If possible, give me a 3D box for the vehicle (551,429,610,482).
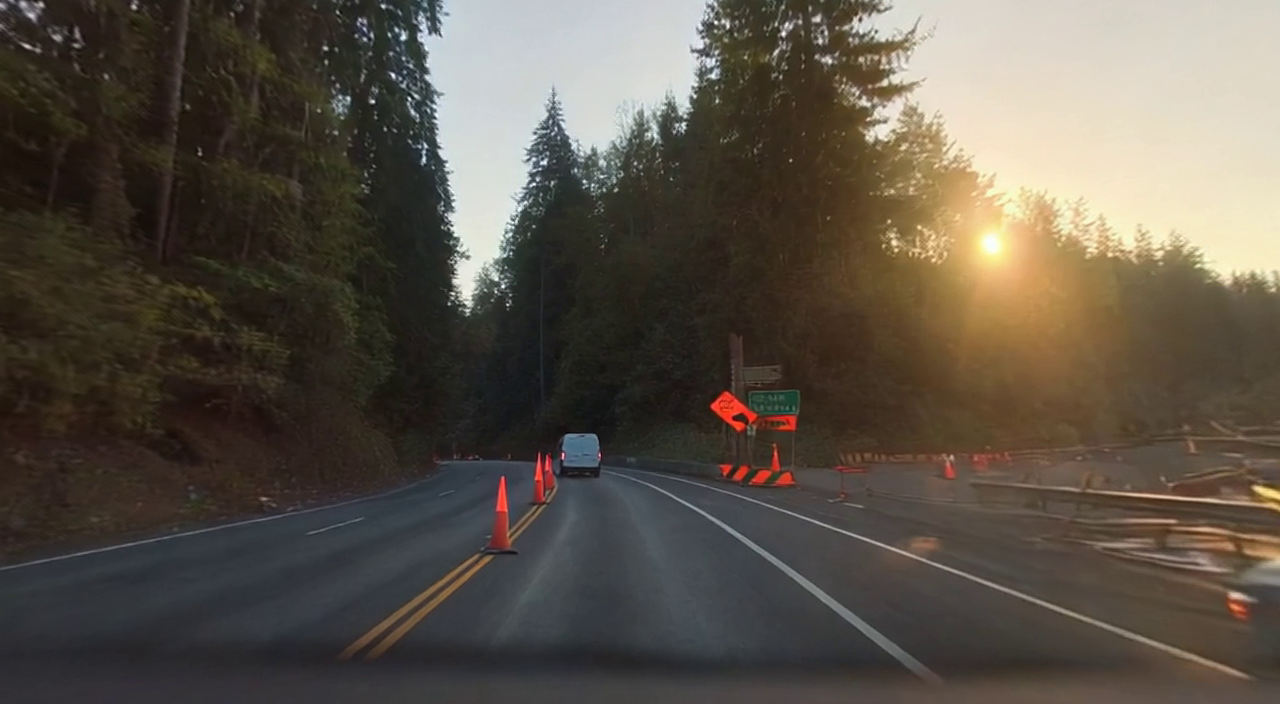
[{"bbox_3d":[-2.866,4.791,29.419,2.362,2.247,4.892,2,-9,-10],"label":"vehicle"}]

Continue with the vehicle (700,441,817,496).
[{"bbox_3d":[3.086,3.148,17.427,2.277,1.299,3.889,0,-9,-3],"label":"vehicle"}]
